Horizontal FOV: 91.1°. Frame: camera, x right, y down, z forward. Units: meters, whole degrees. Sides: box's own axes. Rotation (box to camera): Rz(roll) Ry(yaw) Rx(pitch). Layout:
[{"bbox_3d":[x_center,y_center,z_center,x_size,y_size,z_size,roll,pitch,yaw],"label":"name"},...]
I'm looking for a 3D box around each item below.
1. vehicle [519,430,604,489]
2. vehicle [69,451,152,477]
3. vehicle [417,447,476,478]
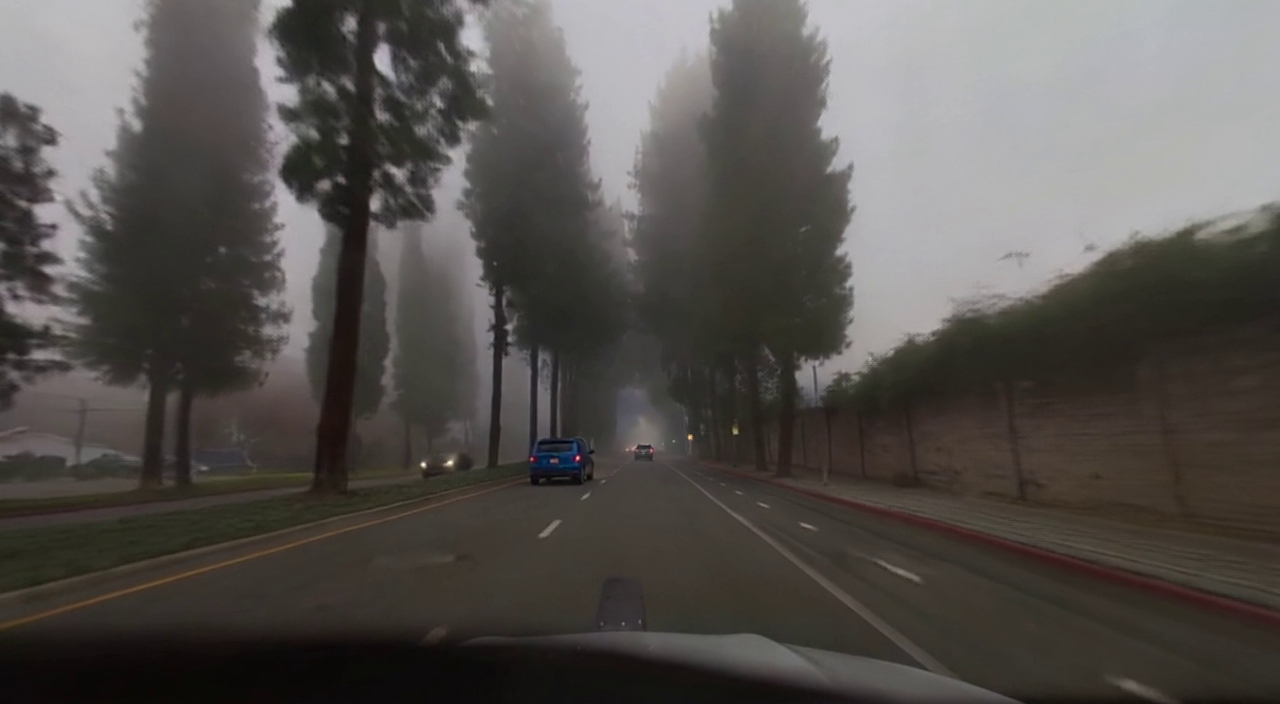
[{"bbox_3d":[-2.608,3.757,22.216,2.281,1.837,4.845,0,-9,2],"label":"vehicle"},{"bbox_3d":[-34.651,7.308,41.233,1.926,1.637,3.948,0,-9,-1],"label":"vehicle"},{"bbox_3d":[-10.646,6.101,34.893,1.876,1.590,4.060,-1,-9,2],"label":"vehicle"}]
